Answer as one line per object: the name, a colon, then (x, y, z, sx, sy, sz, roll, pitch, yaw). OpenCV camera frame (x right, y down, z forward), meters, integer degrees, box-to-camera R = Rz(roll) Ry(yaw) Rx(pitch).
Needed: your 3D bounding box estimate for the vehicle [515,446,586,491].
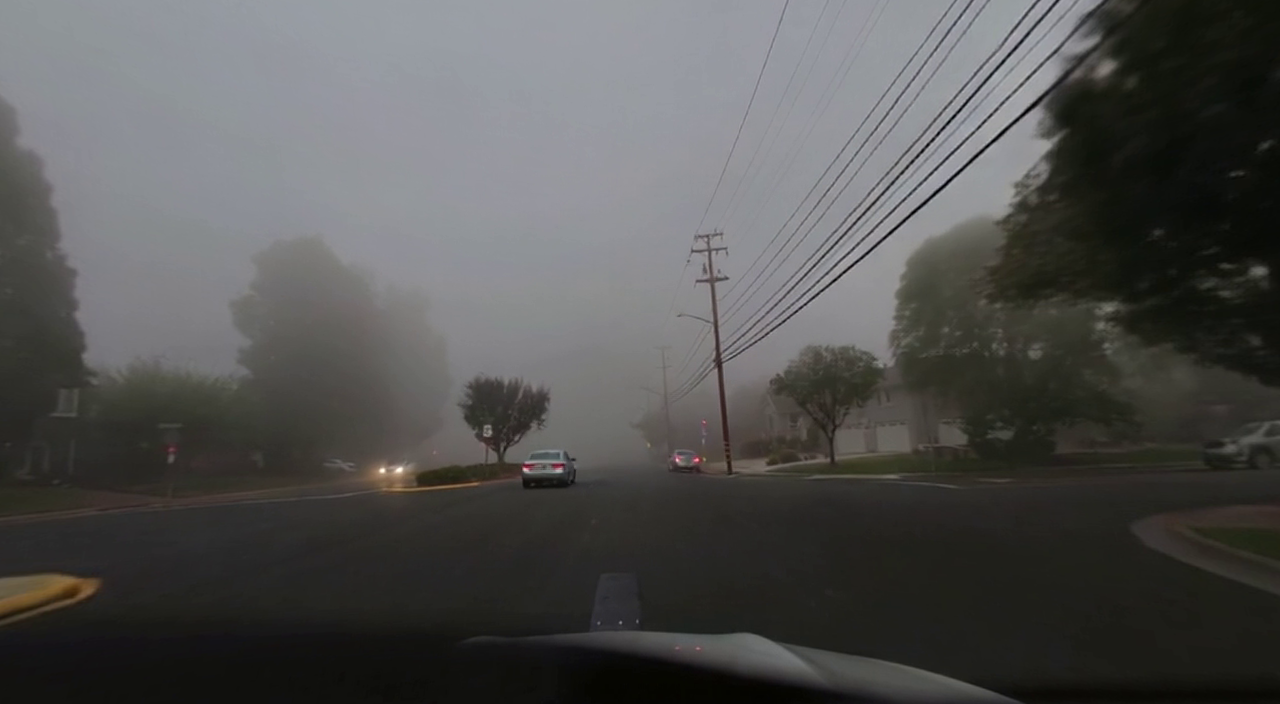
vehicle: (-3.219, 4.298, 23.670, 2.041, 1.471, 4.602, 0, -9, -1)

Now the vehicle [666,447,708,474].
vehicle: (2.760, 6.546, 38.335, 2.074, 1.450, 4.621, 0, -9, -2)

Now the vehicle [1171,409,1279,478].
vehicle: (23.976, 3.250, 23.493, 6.003, 2.088, 2.658, -5, -7, -2)

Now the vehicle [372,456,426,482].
vehicle: (-16.132, 7.818, 42.482, 2.143, 1.524, 4.408, 0, -9, -4)
